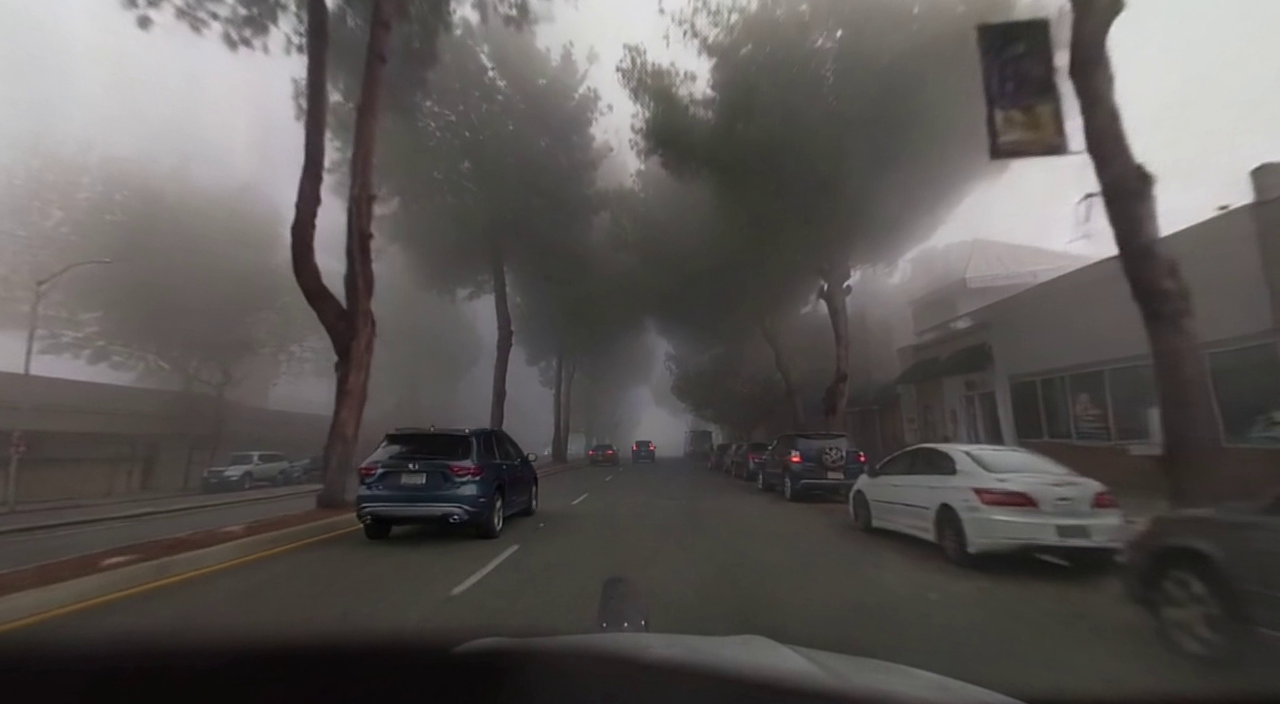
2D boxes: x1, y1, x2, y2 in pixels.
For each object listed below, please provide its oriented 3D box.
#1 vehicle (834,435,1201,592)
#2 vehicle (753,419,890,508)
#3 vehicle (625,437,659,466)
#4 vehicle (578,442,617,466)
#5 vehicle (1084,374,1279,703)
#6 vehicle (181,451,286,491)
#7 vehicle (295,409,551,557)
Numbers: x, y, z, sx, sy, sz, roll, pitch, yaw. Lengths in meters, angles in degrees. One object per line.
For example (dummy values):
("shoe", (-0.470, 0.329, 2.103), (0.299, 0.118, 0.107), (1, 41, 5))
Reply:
("vehicle", (4.347, 1.890, 8.428), (1.898, 1.473, 4.709), (0, -8, -2))
("vehicle", (4.396, 2.789, 16.226), (2.079, 1.910, 4.855), (0, -8, 0))
("vehicle", (0.156, 6.419, 40.965), (2.075, 1.770, 4.018), (0, -8, 1))
("vehicle", (-2.759, 6.787, 42.246), (2.151, 1.484, 4.468), (0, -8, 2))
("vehicle", (4.247, 0.861, 2.358), (1.960, 1.733, 4.432), (0, -8, 1))
("vehicle", (-18.923, 5.529, 29.625), (1.856, 1.674, 4.475), (0, -8, 1))
("vehicle", (-2.884, 1.883, 9.814), (2.186, 1.708, 4.746), (0, -8, 2))
